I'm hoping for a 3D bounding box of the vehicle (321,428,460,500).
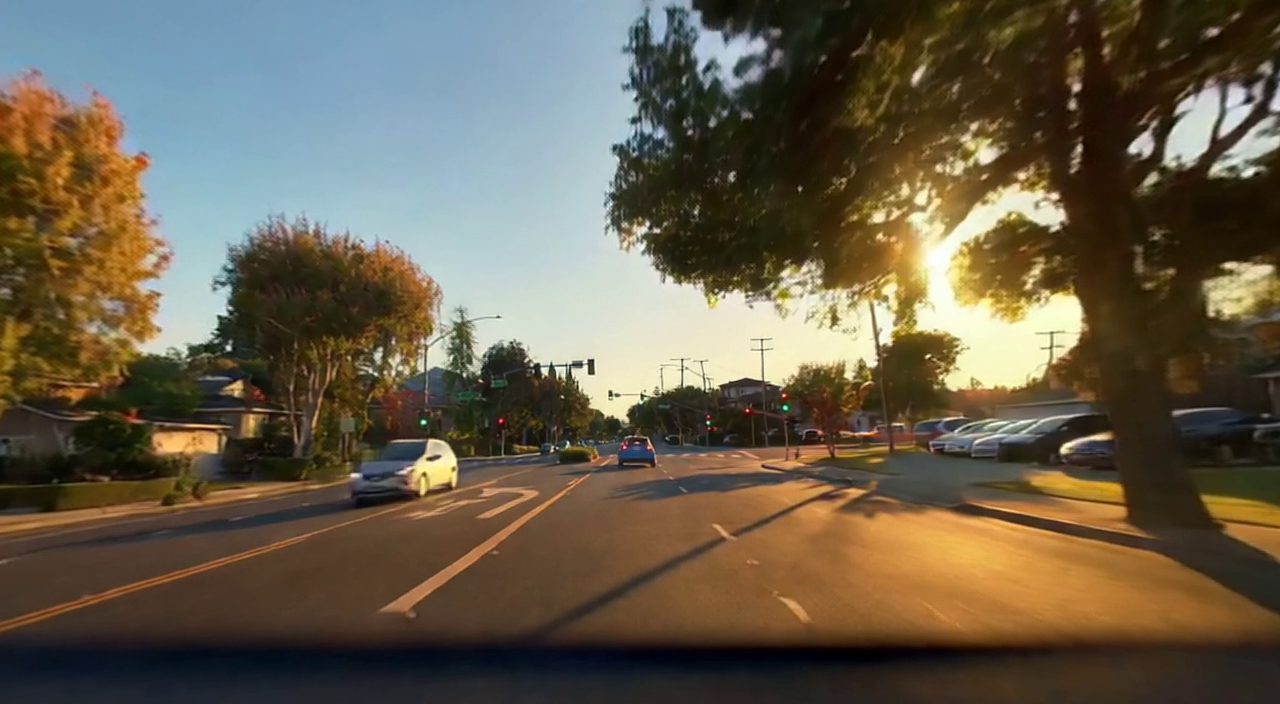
[{"bbox_3d":[-6.805,3.111,17.844,2.117,1.756,4.375,0,-9,0],"label":"vehicle"}]

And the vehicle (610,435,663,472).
[{"bbox_3d":[-0.127,4.311,26.943,2.104,1.462,3.991,0,-9,1],"label":"vehicle"}]

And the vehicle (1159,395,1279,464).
[{"bbox_3d":[16.622,2.035,16.468,4.352,1.670,1.974,0,-9,1],"label":"vehicle"}]
